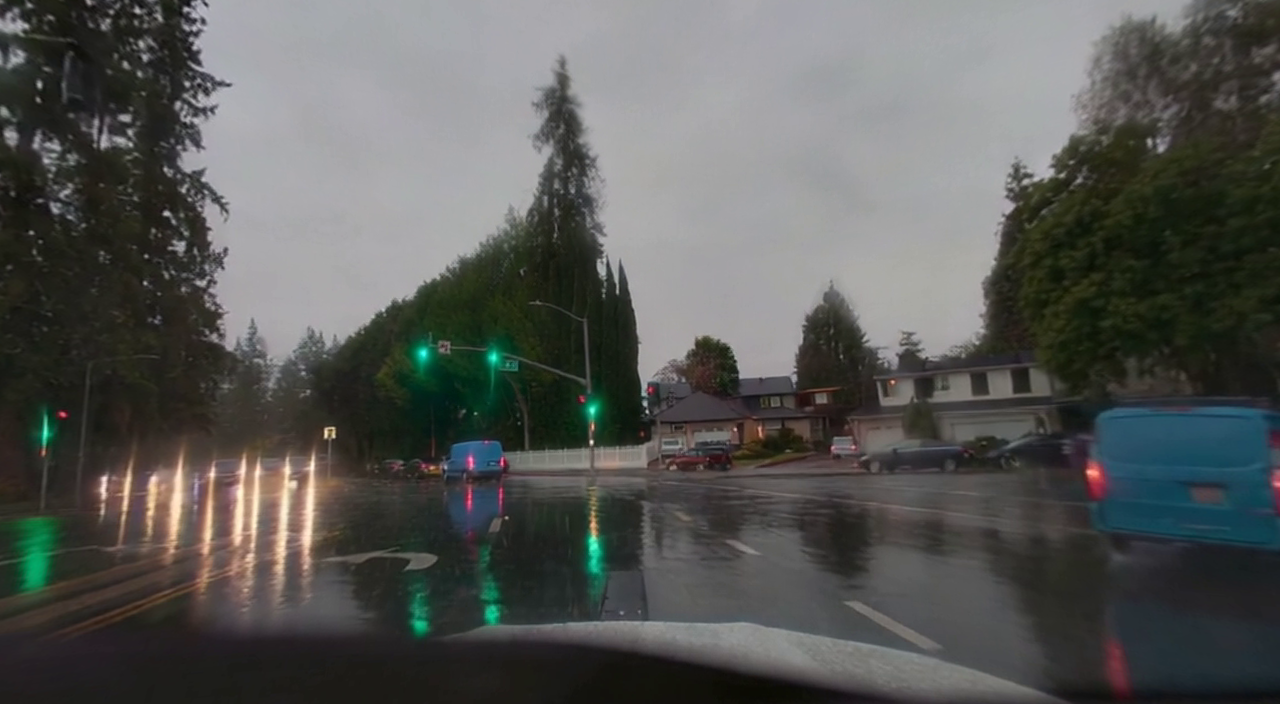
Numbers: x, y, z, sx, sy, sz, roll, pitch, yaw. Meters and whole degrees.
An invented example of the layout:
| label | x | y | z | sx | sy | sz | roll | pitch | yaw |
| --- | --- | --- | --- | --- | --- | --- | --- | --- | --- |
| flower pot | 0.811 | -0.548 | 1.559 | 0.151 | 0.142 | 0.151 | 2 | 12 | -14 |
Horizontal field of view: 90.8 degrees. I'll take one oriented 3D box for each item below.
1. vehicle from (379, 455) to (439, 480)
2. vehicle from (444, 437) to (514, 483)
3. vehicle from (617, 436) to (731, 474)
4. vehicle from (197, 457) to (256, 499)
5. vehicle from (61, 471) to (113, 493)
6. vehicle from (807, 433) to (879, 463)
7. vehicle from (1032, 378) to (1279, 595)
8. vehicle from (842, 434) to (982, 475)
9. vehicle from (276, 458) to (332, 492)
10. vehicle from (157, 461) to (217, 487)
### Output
| label | x | y | z | sx | sy | sz | roll | pitch | yaw |
| --- | --- | --- | --- | --- | --- | --- | --- | --- | --- |
| vehicle | -14.988 | 7.427 | 40.829 | 2.008 | 1.445 | 4.386 | 8 | -12 | -43 |
| vehicle | -8.331 | 5.474 | 32.353 | 2.213 | 2.124 | 4.809 | 5 | -10 | -29 |
| vehicle | 1.908 | 5.923 | 36.455 | 6.104 | 2.026 | 2.514 | -5 | -10 | 31 |
| vehicle | -20.253 | 6.088 | 30.855 | 2.078 | 1.783 | 4.670 | 6 | -10 | -35 |
| vehicle | -43.520 | 10.186 | 49.682 | 4.290 | 1.497 | 2.093 | -8 | -10 | 35 |
| vehicle | 13.807 | 6.497 | 43.018 | 4.268 | 1.765 | 1.989 | -4 | -5 | 29 |
| vehicle | 6.185 | 1.427 | 7.368 | 2.133 | 1.821 | 4.254 | -4 | -9 | 25 |
| vehicle | 10.324 | 3.946 | 24.350 | 4.509 | 1.481 | 2.027 | -2 | -9 | 9 |
| vehicle | -17.147 | 6.195 | 32.126 | 1.952 | 1.461 | 4.377 | 6 | -10 | -34 |
| vehicle | -34.517 | 9.259 | 48.063 | 5.175 | 1.791 | 2.008 | -7 | -10 | 34 |
